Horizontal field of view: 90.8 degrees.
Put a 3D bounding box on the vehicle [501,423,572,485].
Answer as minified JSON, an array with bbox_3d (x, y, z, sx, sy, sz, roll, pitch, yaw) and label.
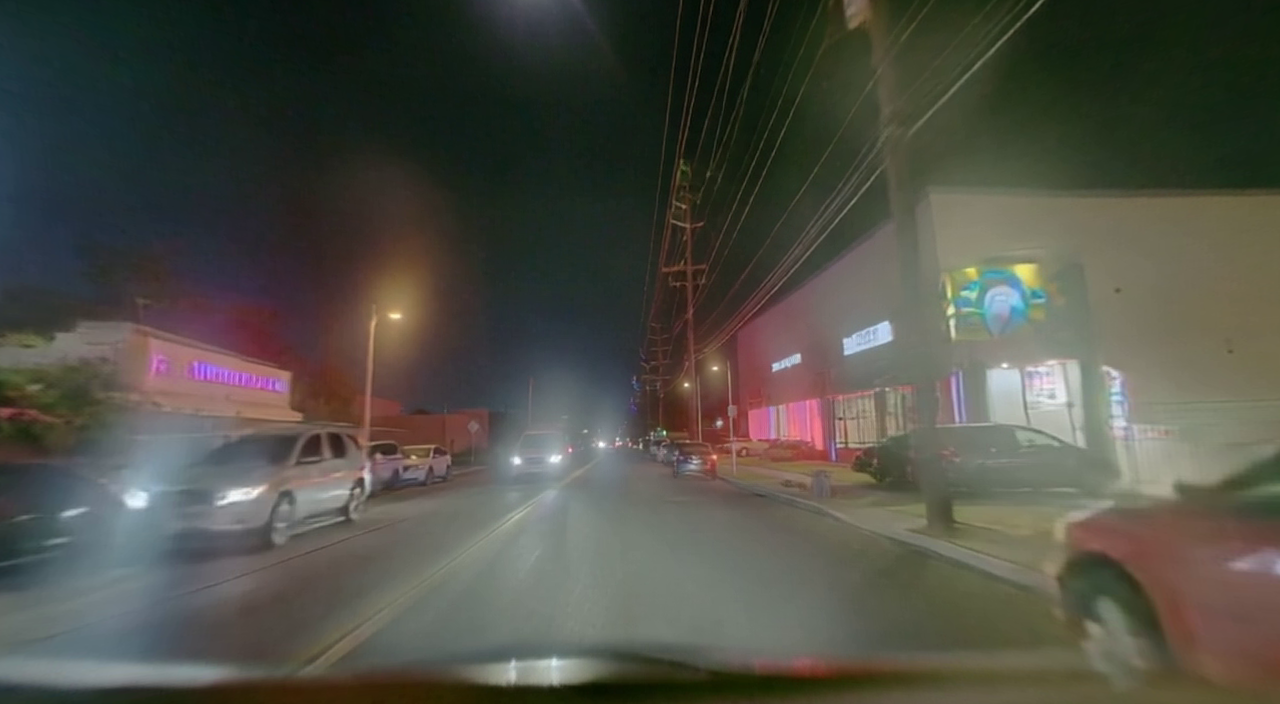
[{"bbox_3d":[-3.721,3.757,23.513,2.115,2.065,4.452,0,-9,-3],"label":"vehicle"}]

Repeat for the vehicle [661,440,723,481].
[{"bbox_3d":[2.192,4.341,25.723,2.261,1.503,4.695,-1,-8,6],"label":"vehicle"}]

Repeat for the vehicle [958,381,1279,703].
[{"bbox_3d":[3.371,0.868,1.964,2.136,1.586,4.919,1,-9,-1],"label":"vehicle"}]

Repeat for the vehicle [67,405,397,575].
[{"bbox_3d":[-5.637,1.929,9.623,2.152,1.918,4.217,-2,-8,1],"label":"vehicle"}]
